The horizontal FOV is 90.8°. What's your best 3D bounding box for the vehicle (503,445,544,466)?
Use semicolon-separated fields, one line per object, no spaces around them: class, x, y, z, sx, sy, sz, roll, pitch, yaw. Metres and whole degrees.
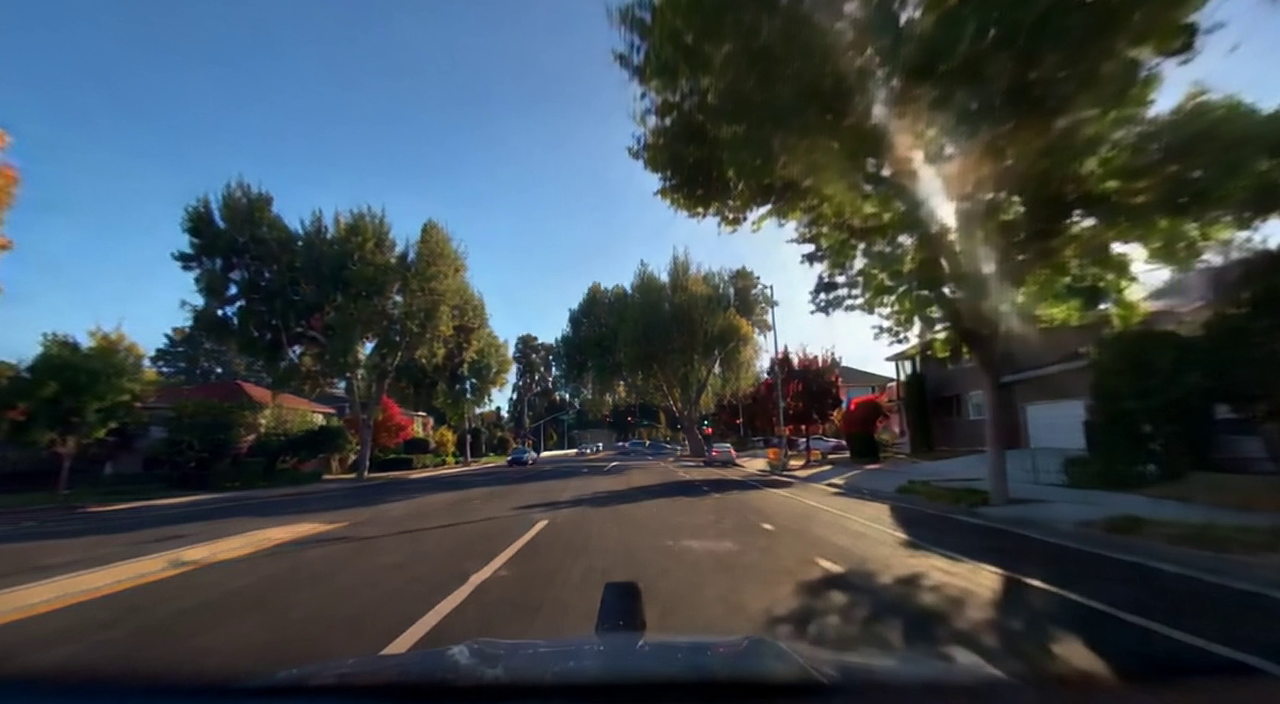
vehicle;-9.037;8.037;49.282;2.067;1.491;4.807;-1;-8;3

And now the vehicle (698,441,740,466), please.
vehicle;4.899;6.351;39.744;1.917;1.440;4.335;0;-8;-2

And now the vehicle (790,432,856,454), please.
vehicle;13.148;6.567;45.597;4.164;1.470;1.921;0;-6;2
